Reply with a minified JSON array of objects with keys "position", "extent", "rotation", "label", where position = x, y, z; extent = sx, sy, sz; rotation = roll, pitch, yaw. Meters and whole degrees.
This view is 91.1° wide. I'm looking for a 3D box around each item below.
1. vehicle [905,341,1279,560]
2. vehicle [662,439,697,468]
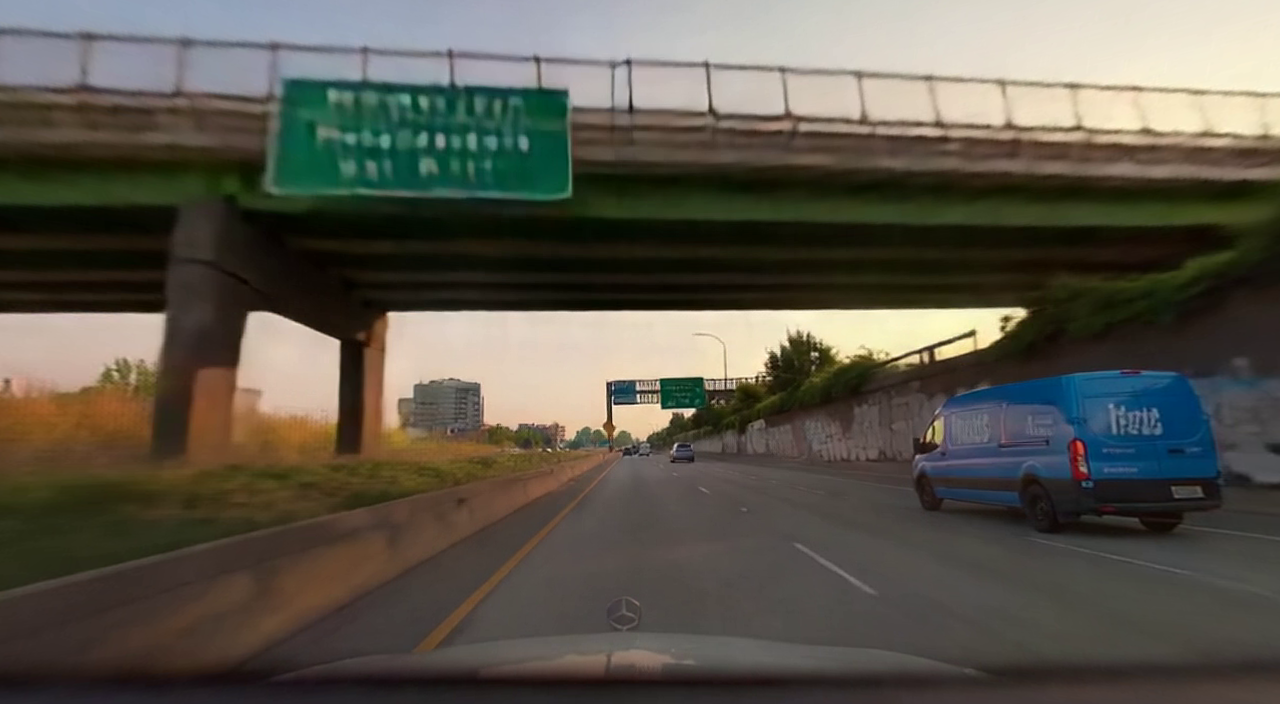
[{"position":[6.933,1.605,10.538],"extent":[2.283,2.631,5.719],"rotation":[0,-9,-2],"label":"vehicle"},{"position":[2.811,7.402,45.814],"extent":[2.007,1.943,5.010],"rotation":[0,-9,-3],"label":"vehicle"}]
